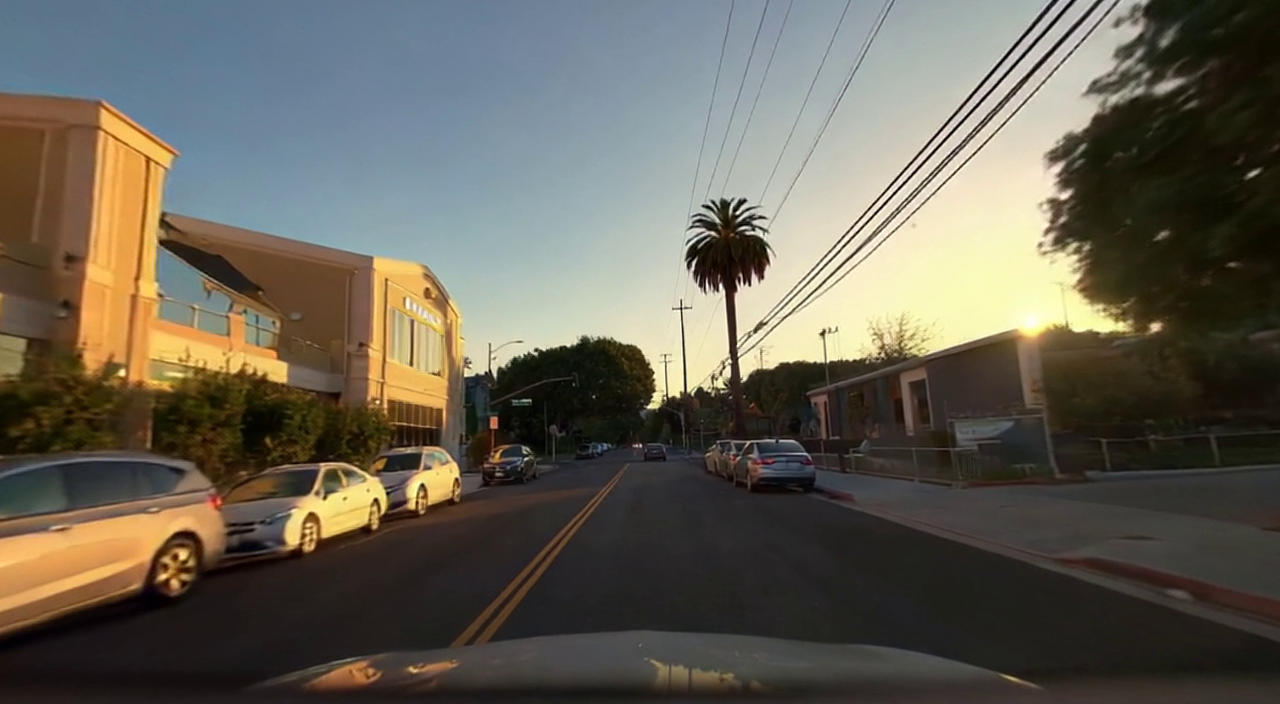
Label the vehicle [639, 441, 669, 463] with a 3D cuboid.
[{"bbox_3d":[0.985,7.528,47.607,2.125,1.524,4.404,0,-9,0],"label":"vehicle"}]

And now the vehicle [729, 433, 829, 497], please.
[{"bbox_3d":[3.853,3.216,18.384,1.948,1.607,4.873,0,-9,2],"label":"vehicle"}]

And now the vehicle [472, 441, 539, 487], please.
[{"bbox_3d":[-5.903,4.975,28.355,2.126,1.864,4.831,0,-9,-2],"label":"vehicle"}]

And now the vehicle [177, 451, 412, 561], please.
[{"bbox_3d":[-5.938,2.634,11.612,1.931,1.574,4.360,0,-9,-2],"label":"vehicle"}]

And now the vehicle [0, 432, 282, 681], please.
[{"bbox_3d":[-5.881,1.660,5.598,2.286,1.836,5.088,0,-9,2],"label":"vehicle"}]
